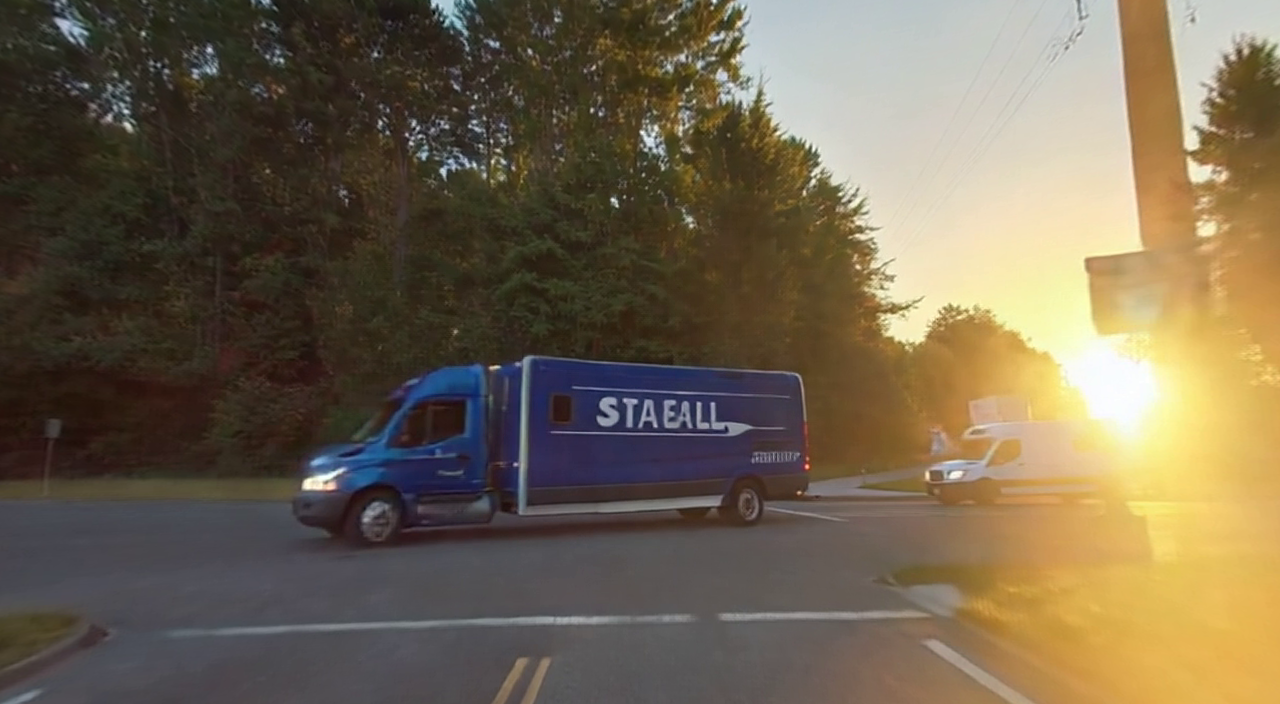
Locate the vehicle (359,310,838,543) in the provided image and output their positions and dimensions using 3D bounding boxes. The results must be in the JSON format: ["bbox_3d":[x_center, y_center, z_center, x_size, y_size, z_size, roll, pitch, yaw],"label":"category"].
[{"bbox_3d":[-0.410,1.656,13.438,9.765,3.622,2.740,5,-10,-29],"label":"vehicle"}]

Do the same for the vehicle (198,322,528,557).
[{"bbox_3d":[-4.652,1.509,10.950,4.552,3.175,2.847,5,-10,-31],"label":"vehicle"}]

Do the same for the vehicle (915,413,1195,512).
[{"bbox_3d":[10.942,2.925,16.981,5.923,2.424,2.247,0,-9,-4],"label":"vehicle"}]
